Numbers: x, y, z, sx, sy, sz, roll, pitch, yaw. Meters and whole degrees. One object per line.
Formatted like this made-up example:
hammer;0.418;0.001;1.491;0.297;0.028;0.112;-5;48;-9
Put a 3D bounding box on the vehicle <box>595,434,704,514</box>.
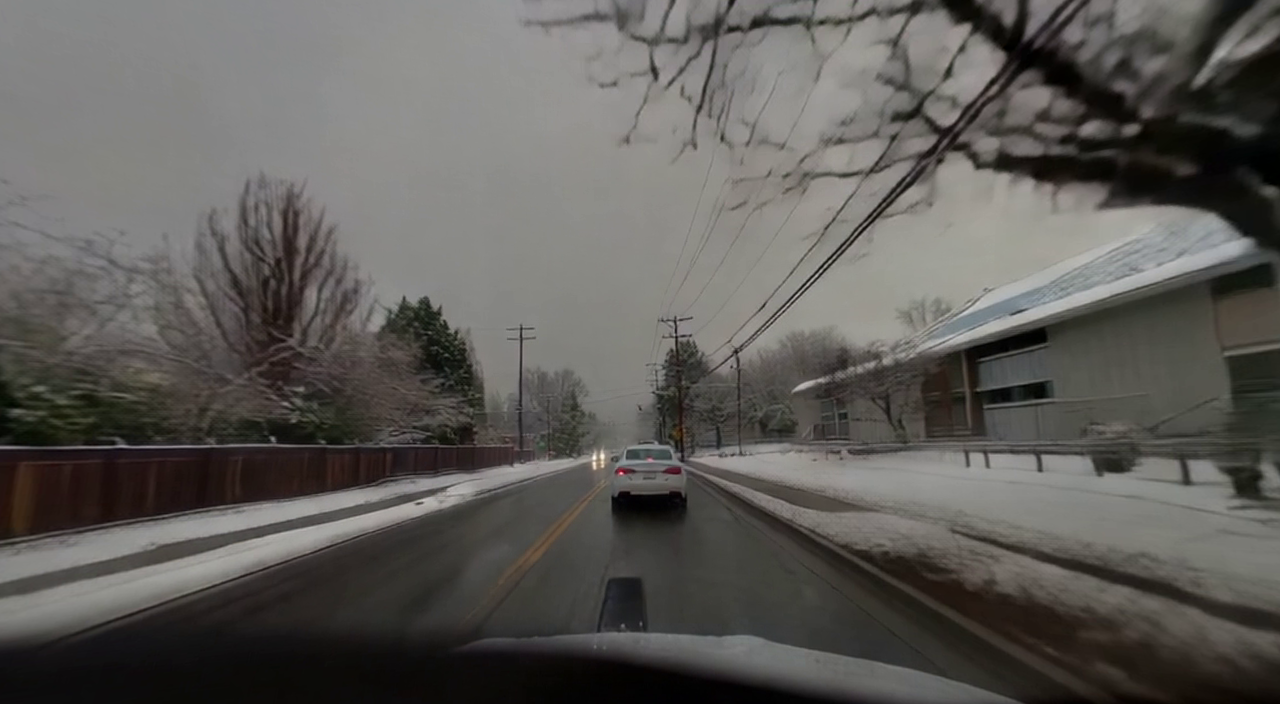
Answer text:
vehicle;0.164;2.592;13.973;2.060;1.487;3.920;0;-8;-1
